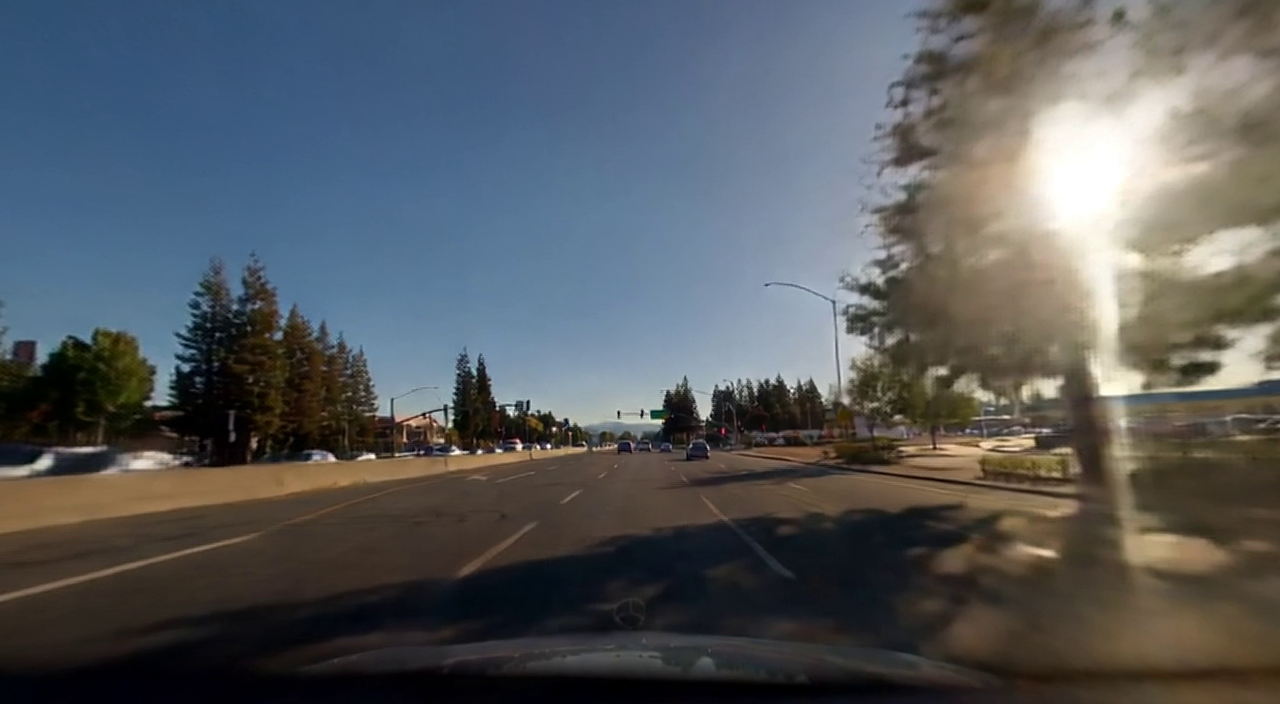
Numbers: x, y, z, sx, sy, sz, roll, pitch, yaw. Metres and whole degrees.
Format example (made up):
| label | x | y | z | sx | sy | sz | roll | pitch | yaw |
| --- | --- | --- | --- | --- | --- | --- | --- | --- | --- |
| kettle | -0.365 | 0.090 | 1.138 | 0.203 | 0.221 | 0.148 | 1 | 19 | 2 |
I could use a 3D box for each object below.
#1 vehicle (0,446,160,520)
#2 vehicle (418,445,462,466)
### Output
| label | x | y | z | sx | sy | sz | roll | pitch | yaw |
| --- | --- | --- | --- | --- | --- | --- | --- | --- | --- |
| vehicle | -14.097 | 2.975 | 14.808 | 1.951 | 1.470 | 4.673 | 0 | -8 | 0 |
| vehicle | -14.816 | 7.670 | 46.861 | 1.880 | 1.496 | 4.246 | 0 | -8 | 0 |
